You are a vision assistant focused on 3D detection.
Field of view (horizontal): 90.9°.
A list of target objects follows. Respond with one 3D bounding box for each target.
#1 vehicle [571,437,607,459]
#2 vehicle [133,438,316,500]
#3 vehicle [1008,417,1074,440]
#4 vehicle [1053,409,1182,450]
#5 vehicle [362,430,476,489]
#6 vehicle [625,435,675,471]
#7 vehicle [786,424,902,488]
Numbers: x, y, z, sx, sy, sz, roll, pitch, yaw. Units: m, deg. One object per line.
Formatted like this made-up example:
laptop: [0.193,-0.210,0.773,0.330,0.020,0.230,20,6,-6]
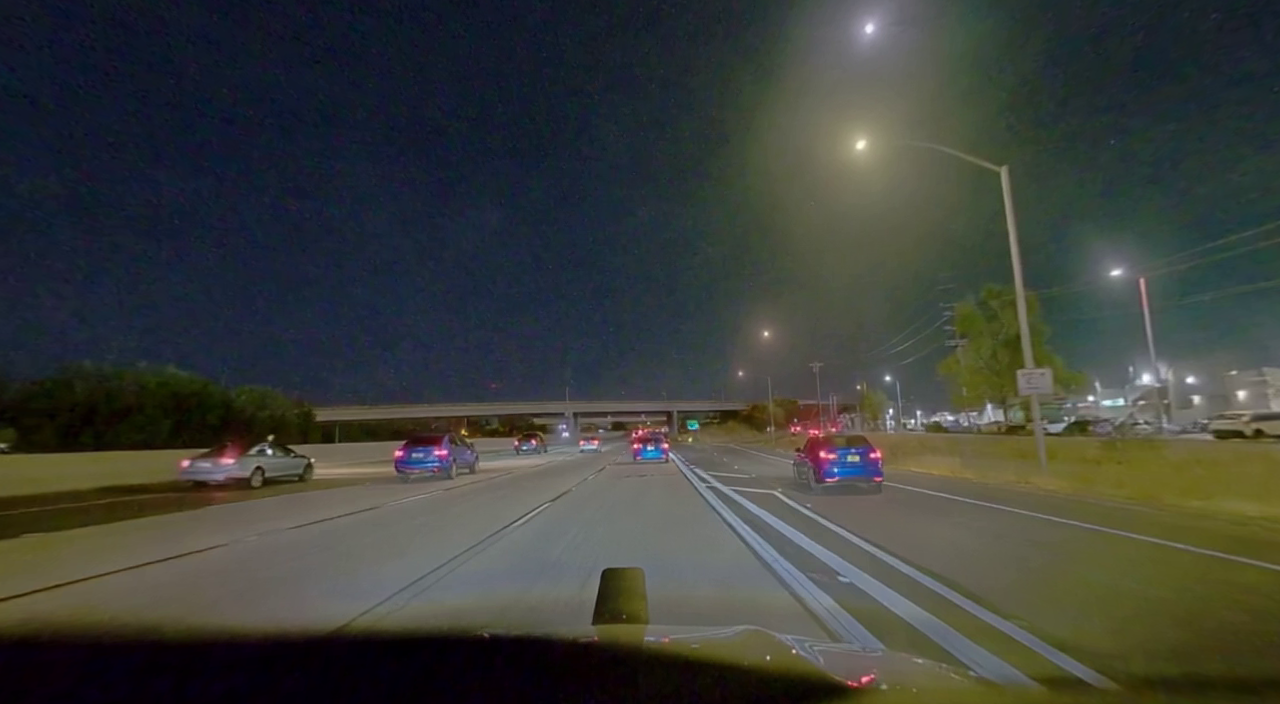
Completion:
vehicle: [-3.376,6.498,42.739,2.056,1.405,4.273,0,-9,1]
vehicle: [-11.283,3.180,17.640,1.858,1.491,4.734,0,-9,1]
vehicle: [27.337,5.287,43.176,1.835,1.438,4.615,-1,-9,5]
vehicle: [18.821,3.141,25.176,1.849,1.496,4.424,0,-9,3]
vehicle: [-6.967,3.436,20.458,2.067,1.682,4.388,0,-9,1]
vehicle: [0.425,4.582,28.785,2.145,1.493,4.146,0,-9,0]
vehicle: [5.900,3.078,18.894,2.095,1.674,4.530,0,-9,2]
